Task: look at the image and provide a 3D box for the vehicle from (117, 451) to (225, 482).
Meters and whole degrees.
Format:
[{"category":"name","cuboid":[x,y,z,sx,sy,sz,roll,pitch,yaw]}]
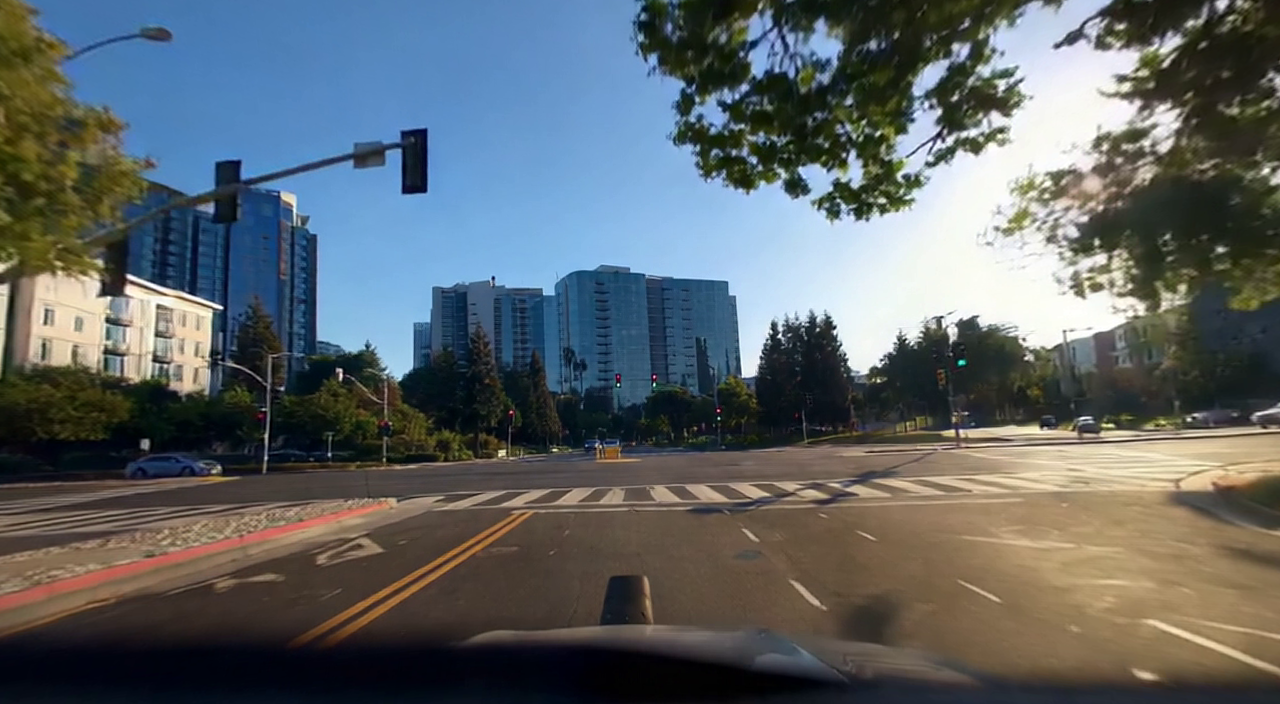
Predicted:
[{"category":"vehicle","cuboid":[-25.141,6.110,33.867,4.332,1.573,1.900,-1,-8,3]}]
